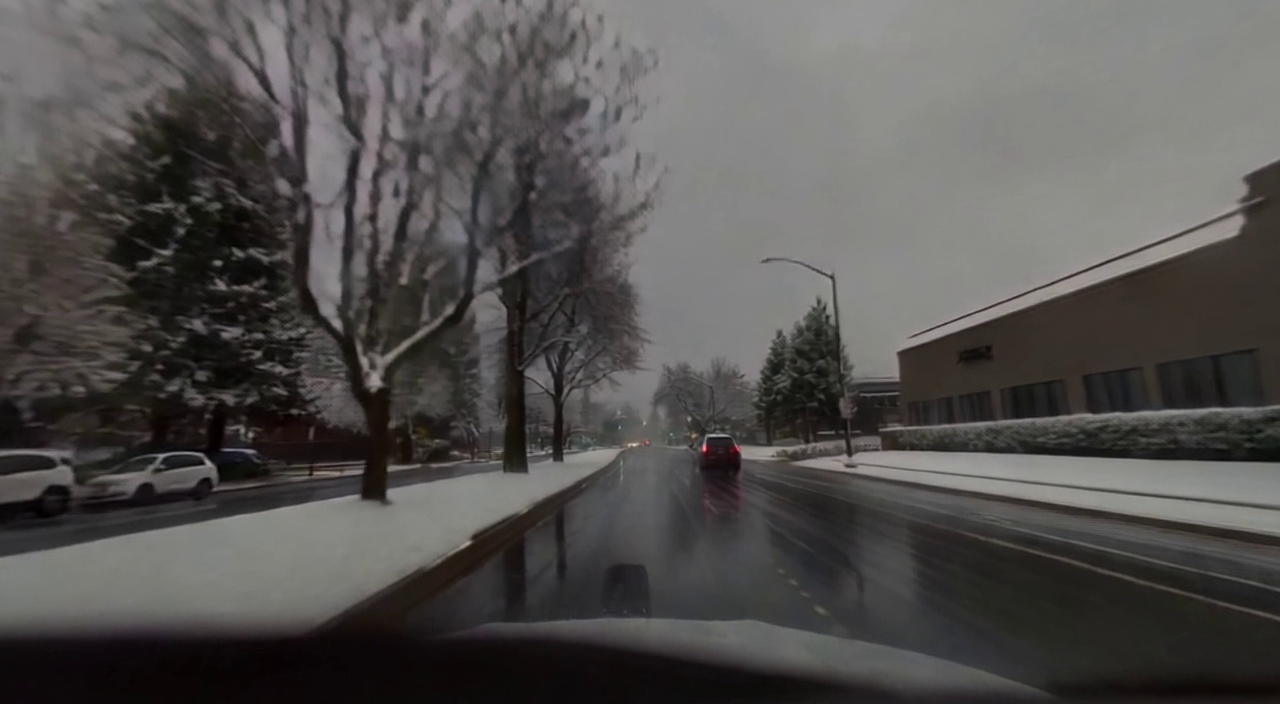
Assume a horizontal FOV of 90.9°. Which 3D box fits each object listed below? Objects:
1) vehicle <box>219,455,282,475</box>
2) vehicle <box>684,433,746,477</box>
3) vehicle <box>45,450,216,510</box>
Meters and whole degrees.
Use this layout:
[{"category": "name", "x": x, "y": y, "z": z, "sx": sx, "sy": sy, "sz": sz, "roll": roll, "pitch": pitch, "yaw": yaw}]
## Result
[{"category": "vehicle", "x": -30.722, "y": 8.899, "z": 49.889, "sx": 1.875, "sy": 1.477, "sz": 4.858, "roll": 0, "pitch": -9, "yaw": 1}, {"category": "vehicle", "x": 3.178, "y": 4.472, "z": 27.714, "sx": 2.143, "sy": 1.759, "sz": 4.378, "roll": 0, "pitch": -8, "yaw": -1}, {"category": "vehicle", "x": -16.538, "y": 4.137, "z": 20.834, "sx": 1.980, "sy": 1.695, "sz": 4.350, "roll": 0, "pitch": -8, "yaw": 0}]
